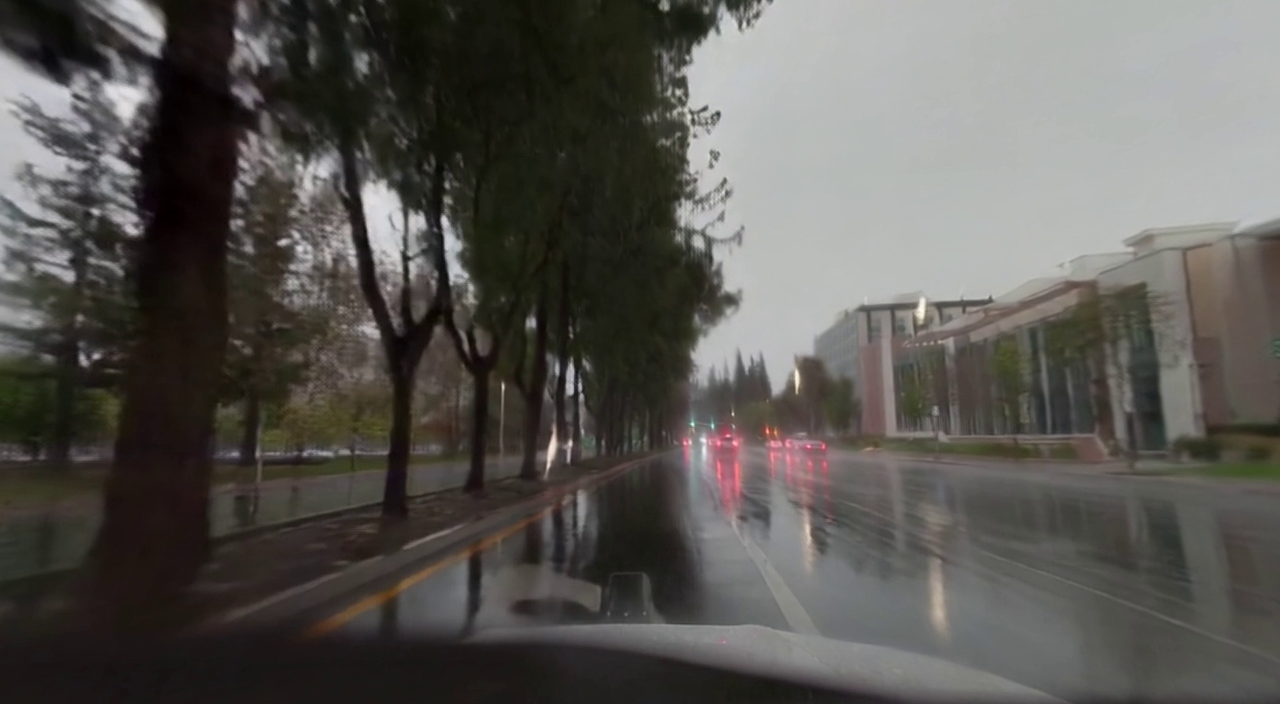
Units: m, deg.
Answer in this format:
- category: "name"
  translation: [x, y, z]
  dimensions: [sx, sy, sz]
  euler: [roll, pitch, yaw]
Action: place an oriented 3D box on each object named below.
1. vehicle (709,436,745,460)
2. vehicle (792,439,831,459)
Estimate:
- category: "vehicle"
  translation: [6.372, 7.074, 46.564]
  dimensions: [2.216, 1.675, 4.627]
  euler: [-1, -9, 3]
- category: "vehicle"
  translation: [12.930, 7.367, 47.910]
  dimensions: [1.840, 1.467, 4.731]
  euler: [-1, -9, 3]
